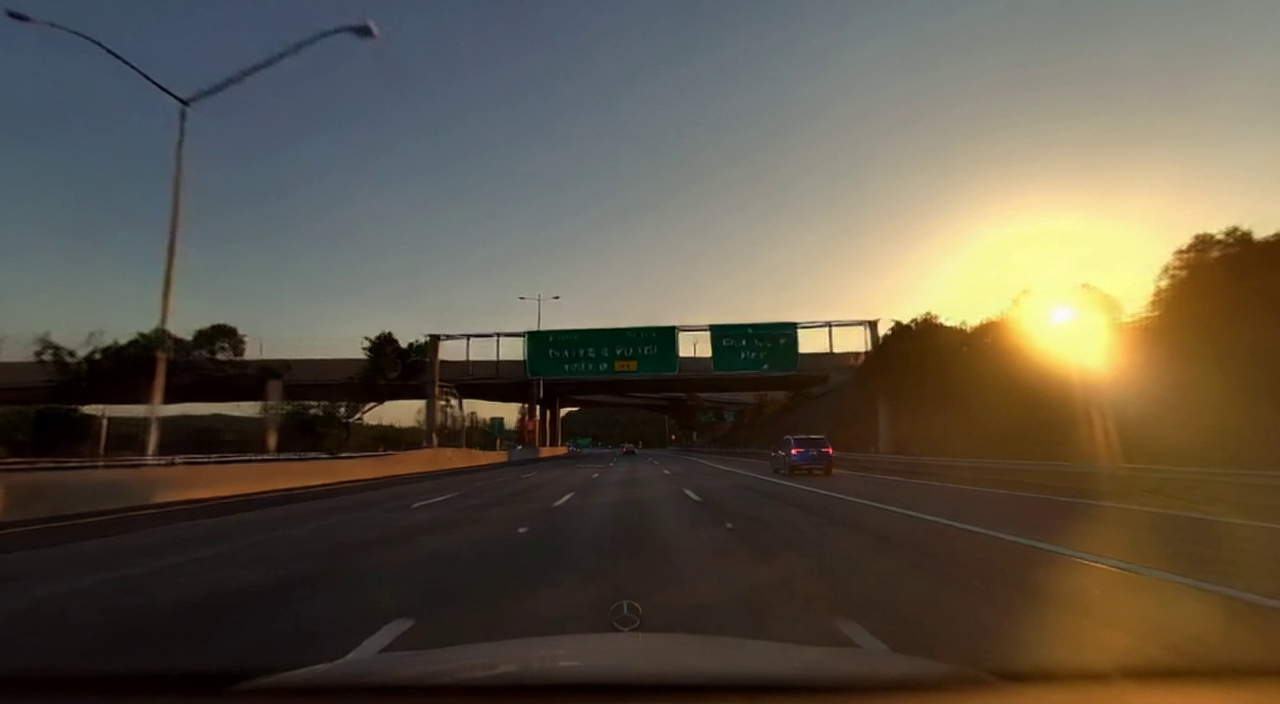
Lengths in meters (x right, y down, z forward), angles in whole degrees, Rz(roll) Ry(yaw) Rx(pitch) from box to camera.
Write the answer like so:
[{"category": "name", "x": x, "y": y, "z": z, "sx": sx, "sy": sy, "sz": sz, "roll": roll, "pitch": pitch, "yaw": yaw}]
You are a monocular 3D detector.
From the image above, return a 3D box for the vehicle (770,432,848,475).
[{"category": "vehicle", "x": 7.333, "y": 4.444, "z": 27.765, "sx": 2.091, "sy": 1.711, "sz": 4.383, "roll": 0, "pitch": -9, "yaw": -2}]

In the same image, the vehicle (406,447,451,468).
[{"category": "vehicle", "x": -15.872, "y": 7.901, "z": 47.424, "sx": 1.961, "sy": 1.511, "sz": 4.018, "roll": 0, "pitch": -9, "yaw": 1}]
